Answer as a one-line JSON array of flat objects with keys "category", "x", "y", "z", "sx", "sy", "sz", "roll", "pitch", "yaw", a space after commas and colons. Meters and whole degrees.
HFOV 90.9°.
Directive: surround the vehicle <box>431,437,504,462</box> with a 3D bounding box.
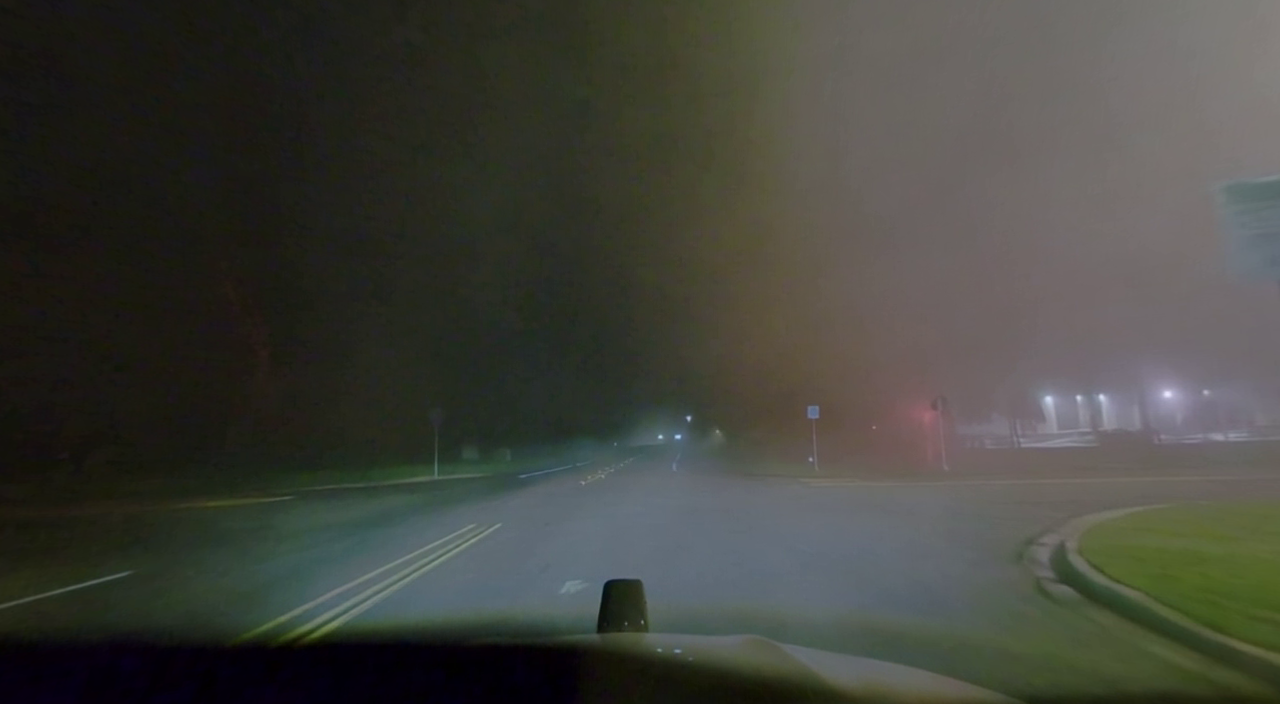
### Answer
[{"category": "vehicle", "x": -12.669, "y": 7.144, "z": 46.418, "sx": 4.702, "sy": 1.761, "sz": 1.978, "roll": 0, "pitch": -8, "yaw": 3}]
